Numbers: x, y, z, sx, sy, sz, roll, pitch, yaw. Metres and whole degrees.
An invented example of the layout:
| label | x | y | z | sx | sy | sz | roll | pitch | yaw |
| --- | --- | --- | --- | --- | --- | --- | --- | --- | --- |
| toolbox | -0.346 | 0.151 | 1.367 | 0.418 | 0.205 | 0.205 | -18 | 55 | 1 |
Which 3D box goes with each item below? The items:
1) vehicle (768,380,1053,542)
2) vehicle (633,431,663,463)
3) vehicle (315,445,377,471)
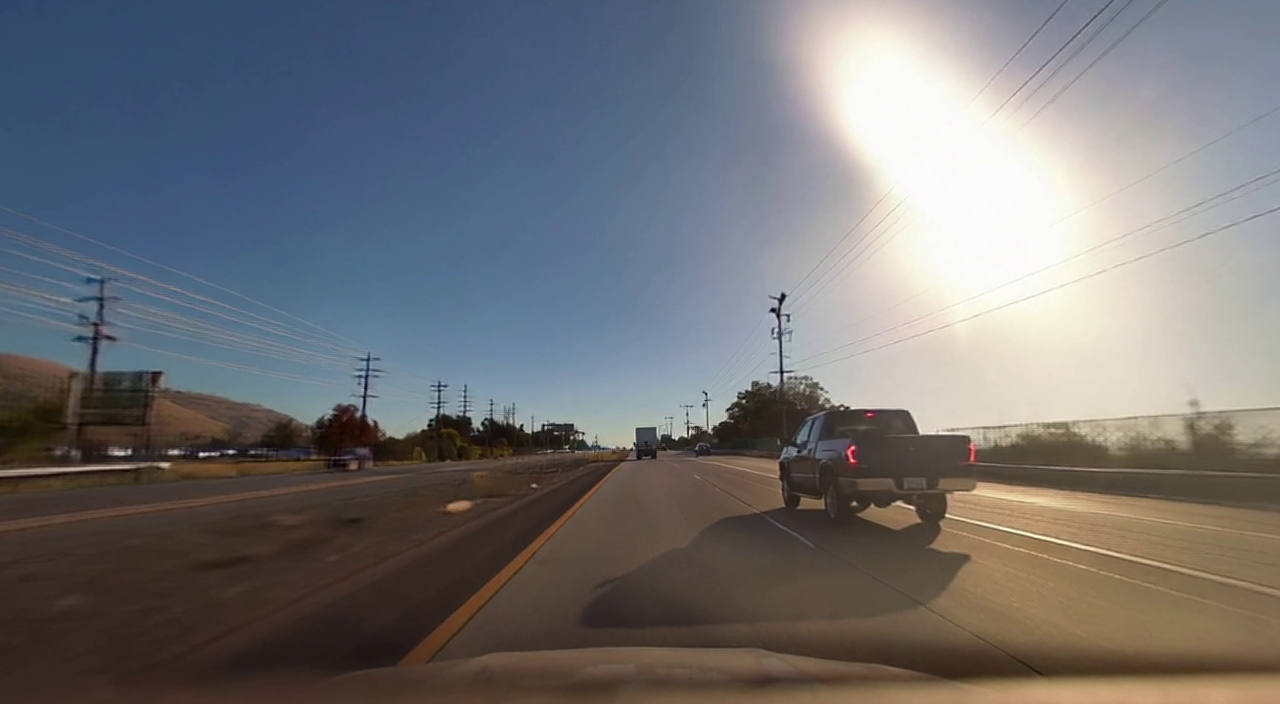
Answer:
| label | x | y | z | sx | sy | sz | roll | pitch | yaw |
| --- | --- | --- | --- | --- | --- | --- | --- | --- | --- |
| vehicle | 4.187 | 1.871 | 11.336 | 2.594 | 2.155 | 5.670 | 0 | -8 | 0 |
| vehicle | 0.552 | 7.197 | 47.762 | 2.099 | 2.260 | 4.899 | 0 | -8 | -1 |
| vehicle | -18.842 | 6.800 | 40.648 | 1.973 | 1.597 | 4.252 | 0 | -8 | 0 |
